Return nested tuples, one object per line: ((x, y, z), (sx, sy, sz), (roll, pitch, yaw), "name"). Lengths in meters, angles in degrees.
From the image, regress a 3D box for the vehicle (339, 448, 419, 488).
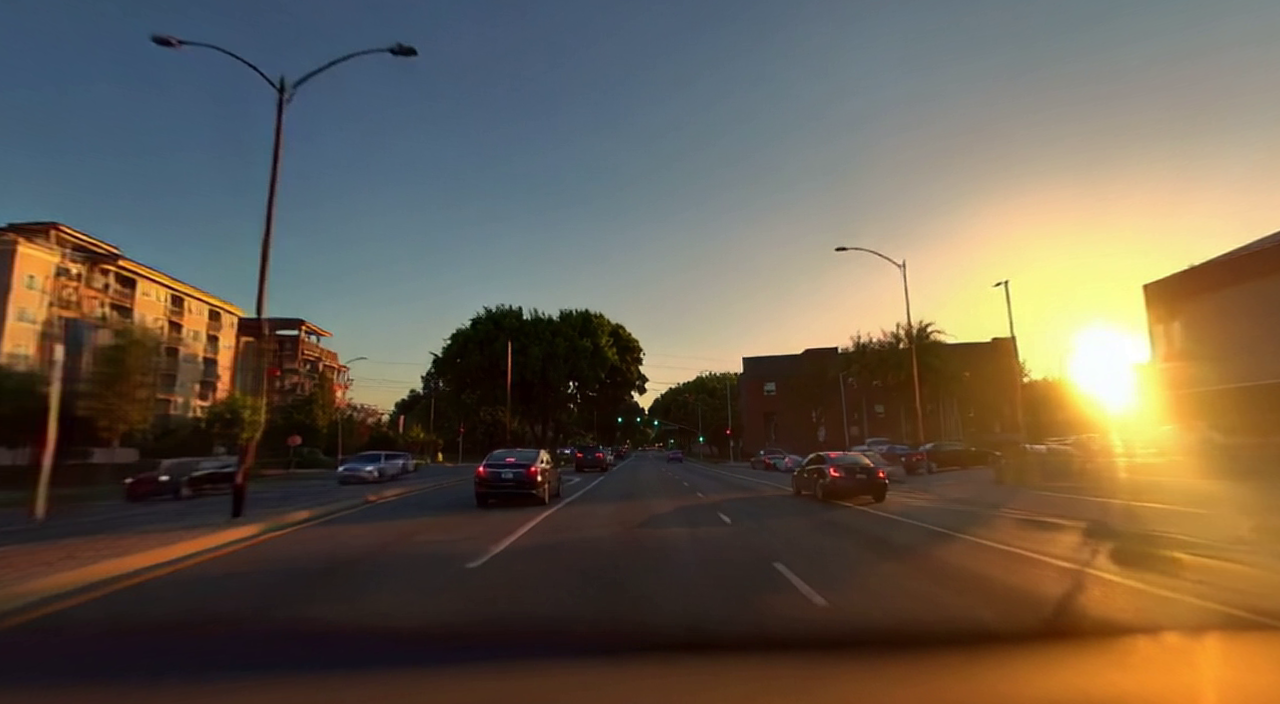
((-10.943, 4.861, 26.768), (1.867, 1.524, 3.654), (0, -9, -1), "vehicle")

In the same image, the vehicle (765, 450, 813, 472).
((10.268, 7.541, 43.846), (2.045, 1.418, 4.869), (0, -9, -1), "vehicle")

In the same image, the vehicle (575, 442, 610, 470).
((-3.398, 7.593, 46.355), (2.220, 1.888, 4.904), (0, -9, 0), "vehicle")

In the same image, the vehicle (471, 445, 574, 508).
((-2.991, 3.263, 17.045), (2.144, 1.447, 4.421), (0, -9, -3), "vehicle")

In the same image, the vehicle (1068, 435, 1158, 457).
((34.717, 6.937, 46.503), (4.771, 1.577, 2.205), (-1, -9, 3), "vehicle")

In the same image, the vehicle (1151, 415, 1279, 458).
((33.318, 4.941, 36.670), (5.156, 2.086, 2.144), (-3, -10, 1), "vehicle")

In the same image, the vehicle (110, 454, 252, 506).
((-14.301, 3.973, 19.976), (1.808, 1.444, 3.609), (0, -9, -1), "vehicle")

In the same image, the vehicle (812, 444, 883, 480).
((10.403, 5.542, 32.043), (1.975, 1.677, 4.400), (0, -9, -1), "vehicle")

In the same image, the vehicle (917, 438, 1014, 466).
((18.486, 5.681, 36.044), (4.416, 1.519, 1.988), (-1, -9, 2), "vehicle")
